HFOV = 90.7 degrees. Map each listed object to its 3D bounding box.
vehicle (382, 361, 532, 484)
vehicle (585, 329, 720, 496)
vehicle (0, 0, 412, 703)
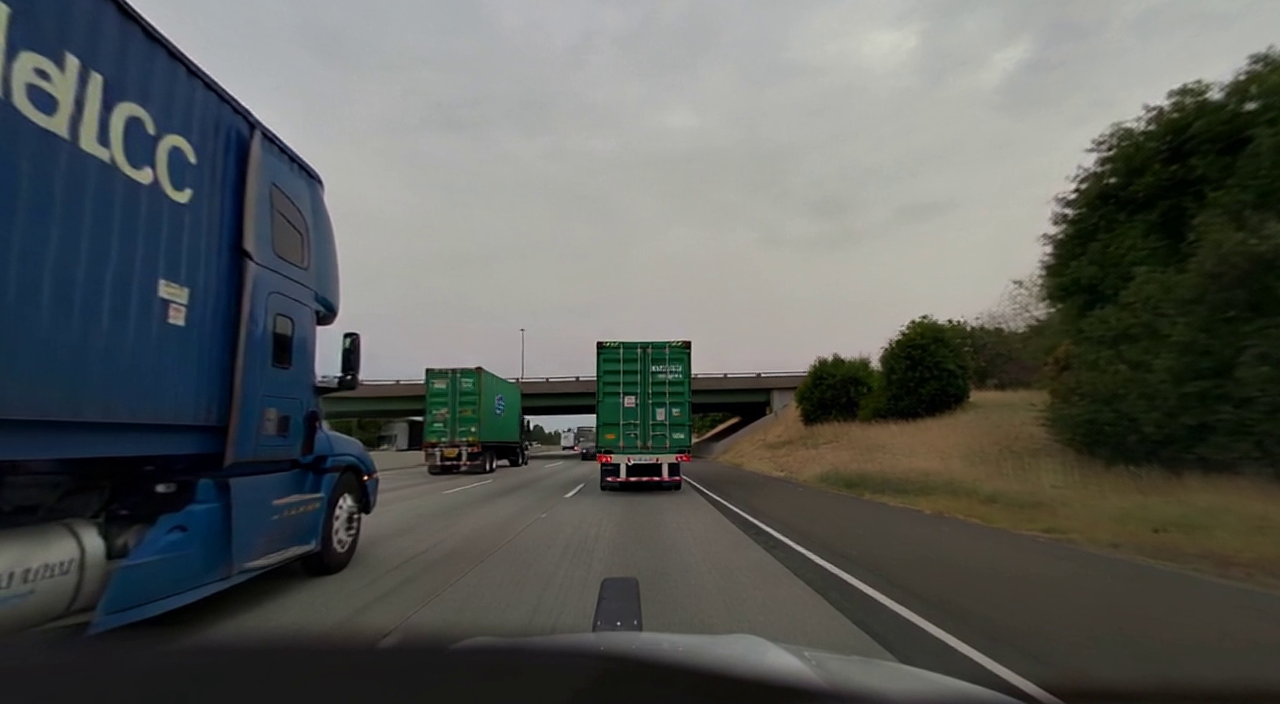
[{"bbox_3d":[-7.240,3.265,27.523,3.023,4.139,11.860,0,-9,0],"label":"vehicle"},{"bbox_3d":[0.189,2.053,19.745,3.357,4.212,7.519,0,-9,-2],"label":"vehicle"},{"bbox_3d":[-3.477,-0.272,1.496,3.187,3.949,6.963,0,-9,0],"label":"vehicle"}]
